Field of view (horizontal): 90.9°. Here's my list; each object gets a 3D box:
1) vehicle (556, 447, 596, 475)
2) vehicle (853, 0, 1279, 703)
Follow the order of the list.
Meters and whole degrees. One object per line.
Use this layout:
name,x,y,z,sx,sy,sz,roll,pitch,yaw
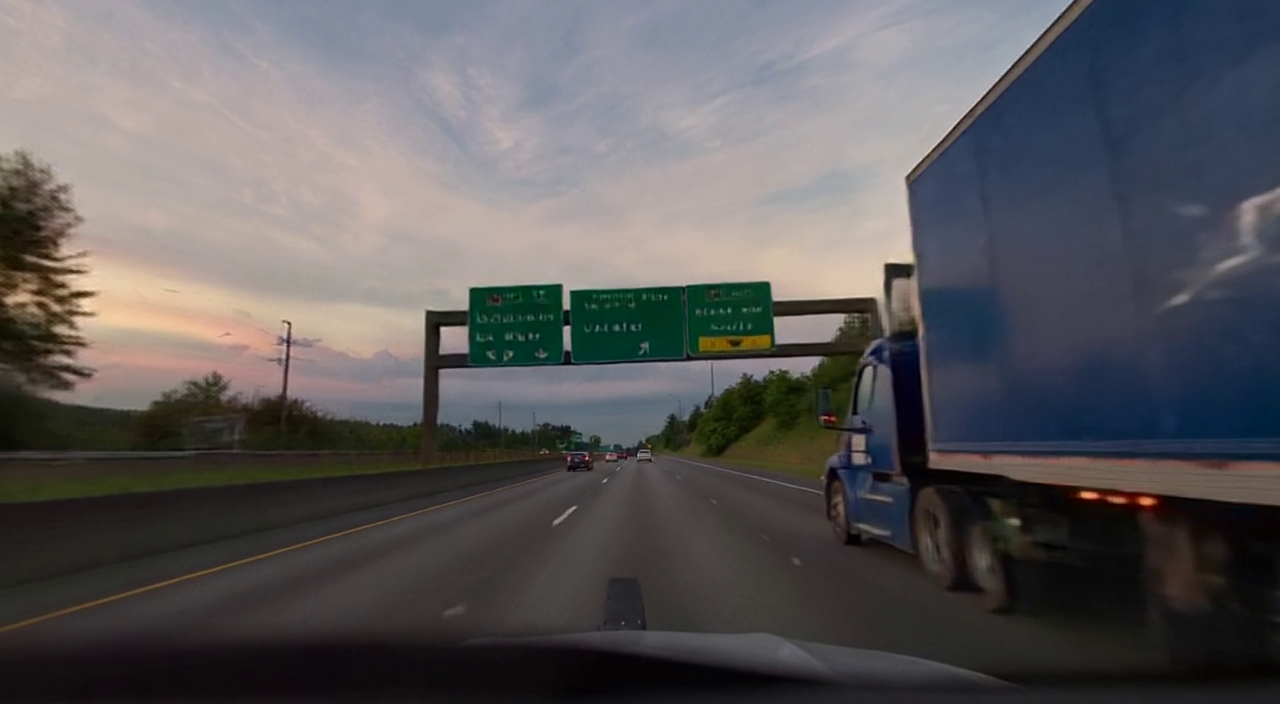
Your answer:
vehicle,-3.709,6.383,37.039,1.918,1.510,4.006,0,-9,0
vehicle,4.229,-0.641,0.563,3.025,4.005,14.010,0,-9,-1
